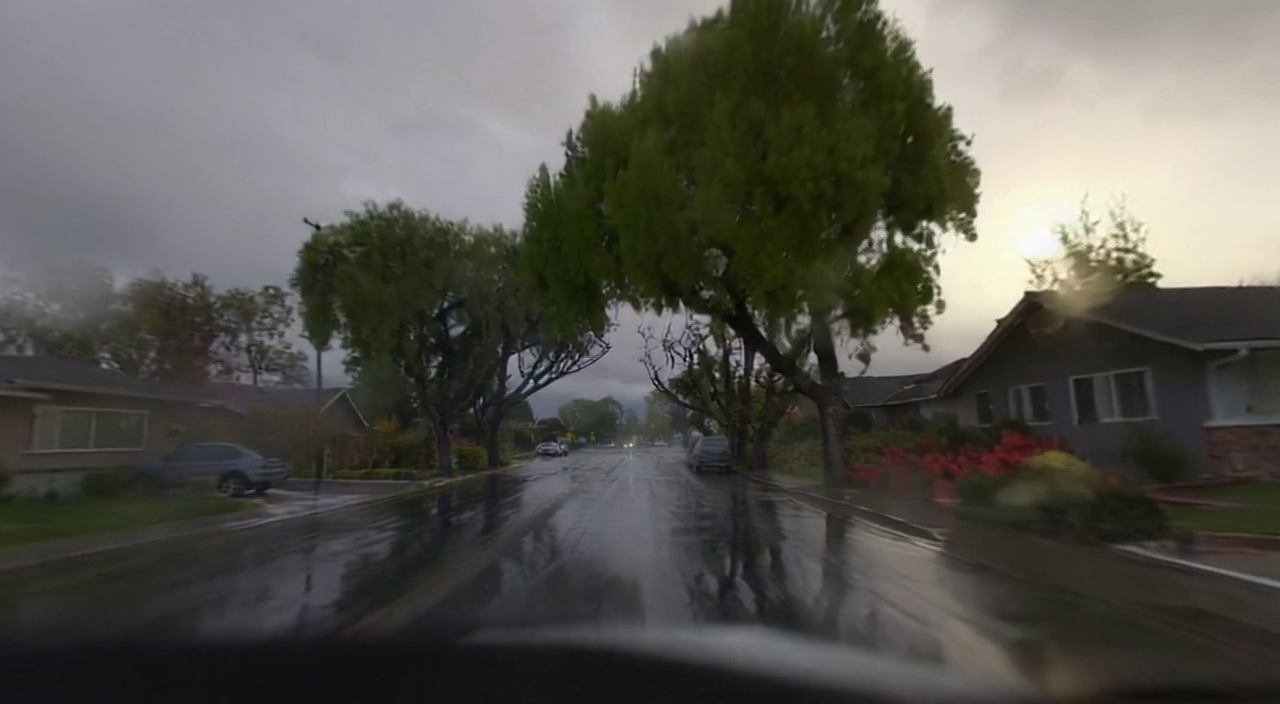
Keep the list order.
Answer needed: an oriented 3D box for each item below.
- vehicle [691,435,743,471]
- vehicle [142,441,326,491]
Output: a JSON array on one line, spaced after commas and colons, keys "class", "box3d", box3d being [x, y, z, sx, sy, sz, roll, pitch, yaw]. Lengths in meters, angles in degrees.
[{"class": "vehicle", "box3d": [3.447, 4.597, 28.907, 1.975, 1.528, 4.000, 0, -9, 1]}, {"class": "vehicle", "box3d": [-13.110, 3.697, 20.670, 4.572, 1.522, 1.999, 0, -9, -3]}]
